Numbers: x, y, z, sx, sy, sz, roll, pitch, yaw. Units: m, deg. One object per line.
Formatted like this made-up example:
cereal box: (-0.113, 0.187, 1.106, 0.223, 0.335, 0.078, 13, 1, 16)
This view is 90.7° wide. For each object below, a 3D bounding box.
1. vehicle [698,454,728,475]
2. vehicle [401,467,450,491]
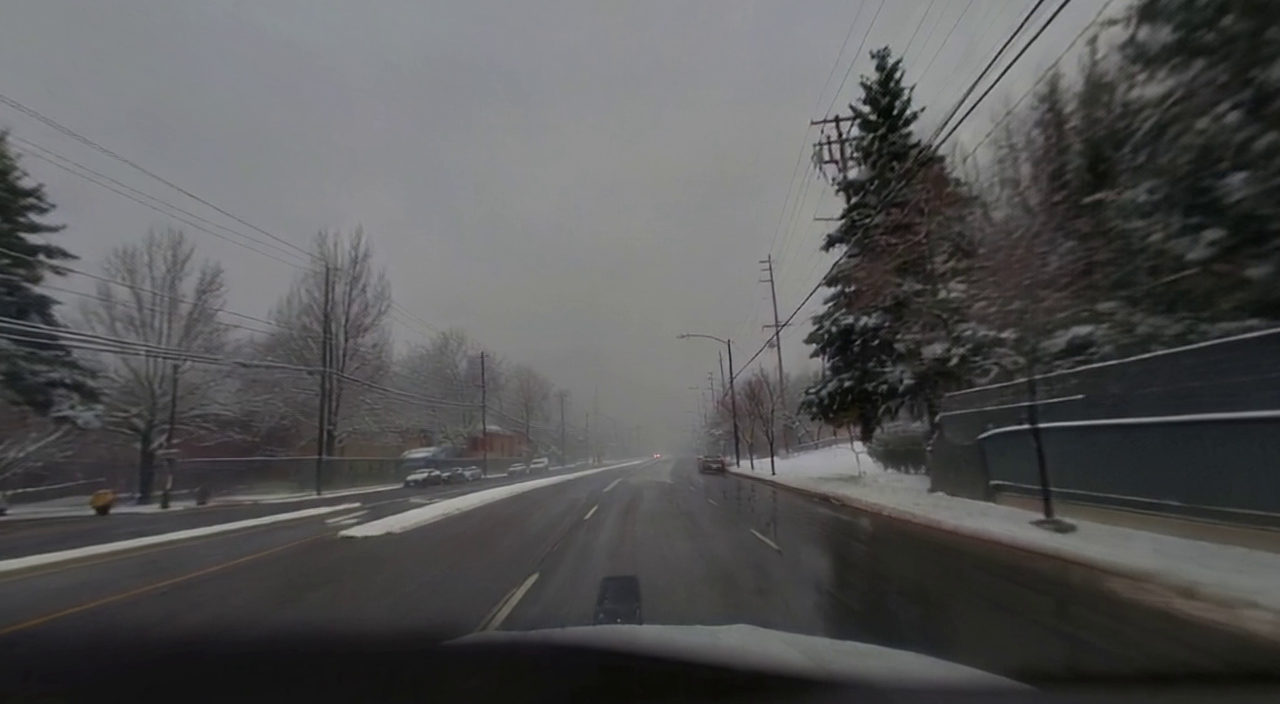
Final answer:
vehicle: (5.669, 8.784, 49.629, 2.002, 1.459, 4.357, -1, -9, 2)
vehicle: (-16.270, 9.631, 48.164, 1.892, 1.515, 4.622, -7, -11, 2)
